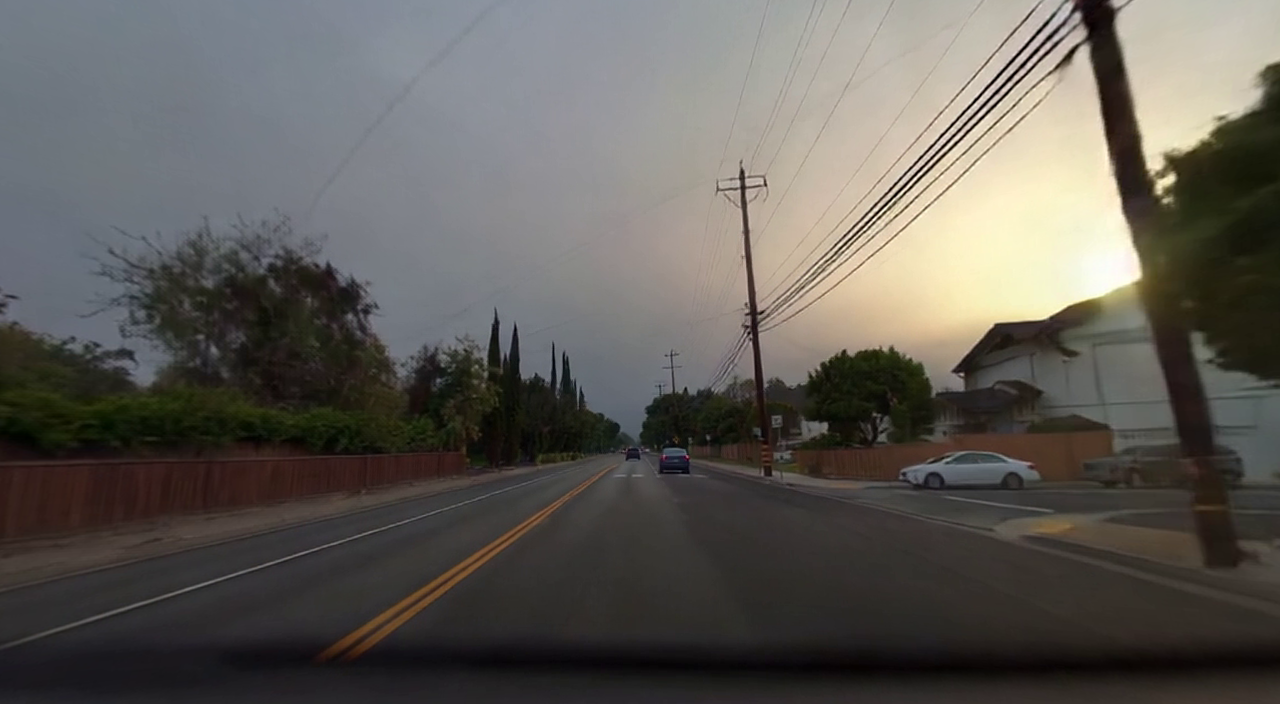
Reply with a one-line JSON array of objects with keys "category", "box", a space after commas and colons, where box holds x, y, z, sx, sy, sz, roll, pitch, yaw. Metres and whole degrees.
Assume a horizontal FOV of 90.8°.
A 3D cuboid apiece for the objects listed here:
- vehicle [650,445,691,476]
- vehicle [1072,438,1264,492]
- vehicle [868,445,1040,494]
[{"category": "vehicle", "box": [1.518, 5.599, 32.722, 1.975, 1.497, 3.647, 0, -9, 0]}, {"category": "vehicle", "box": [17.524, 3.743, 21.158, 4.566, 1.691, 1.996, 0, -9, 0]}, {"category": "vehicle", "box": [10.085, 3.780, 20.549, 4.511, 1.473, 1.962, 0, -8, -2]}]
